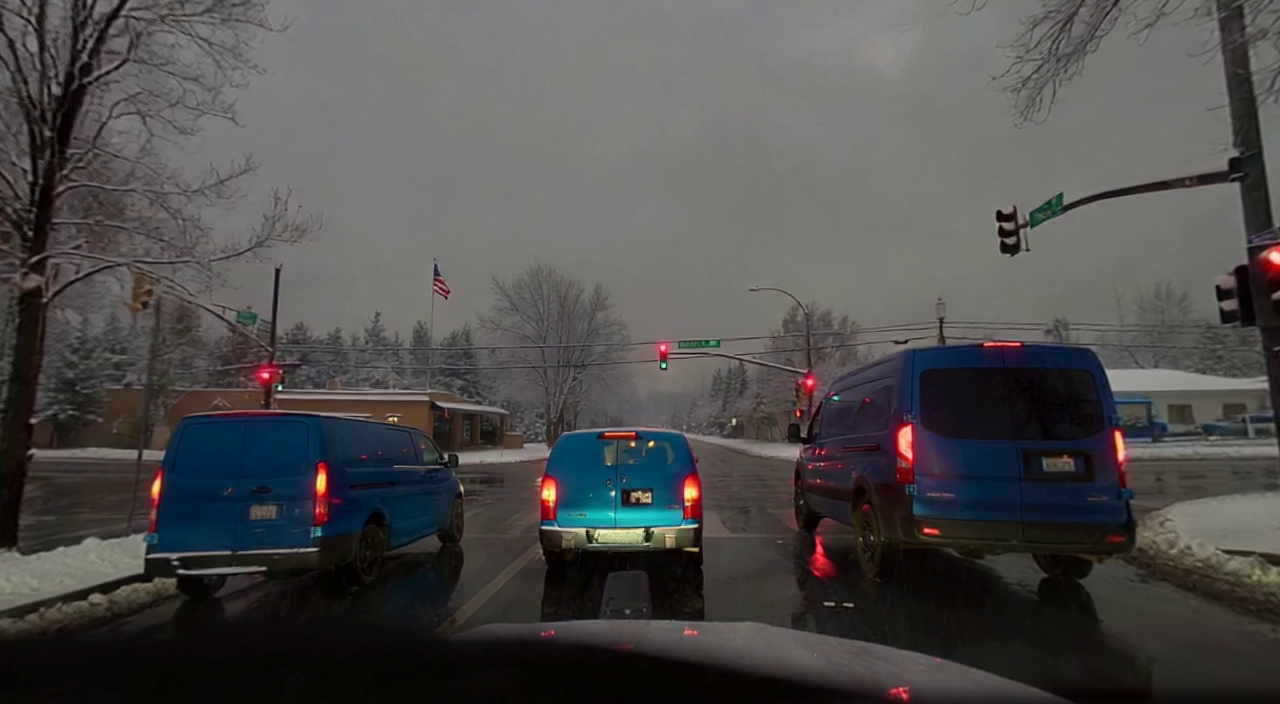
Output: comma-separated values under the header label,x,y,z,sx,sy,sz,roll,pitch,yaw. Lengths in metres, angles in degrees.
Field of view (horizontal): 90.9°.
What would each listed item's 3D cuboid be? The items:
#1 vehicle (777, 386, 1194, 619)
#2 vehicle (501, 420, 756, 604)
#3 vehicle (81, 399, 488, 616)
label,x,y,z,sx,sy,sz,roll,pitch,yaw
vehicle,3.090,1.465,7.034,2.178,1.746,4.400,0,-9,1
vehicle,-0.143,1.632,7.326,2.098,1.494,4.118,0,-9,-1
vehicle,-3.310,1.522,7.040,2.024,1.677,3.998,-1,-9,3
